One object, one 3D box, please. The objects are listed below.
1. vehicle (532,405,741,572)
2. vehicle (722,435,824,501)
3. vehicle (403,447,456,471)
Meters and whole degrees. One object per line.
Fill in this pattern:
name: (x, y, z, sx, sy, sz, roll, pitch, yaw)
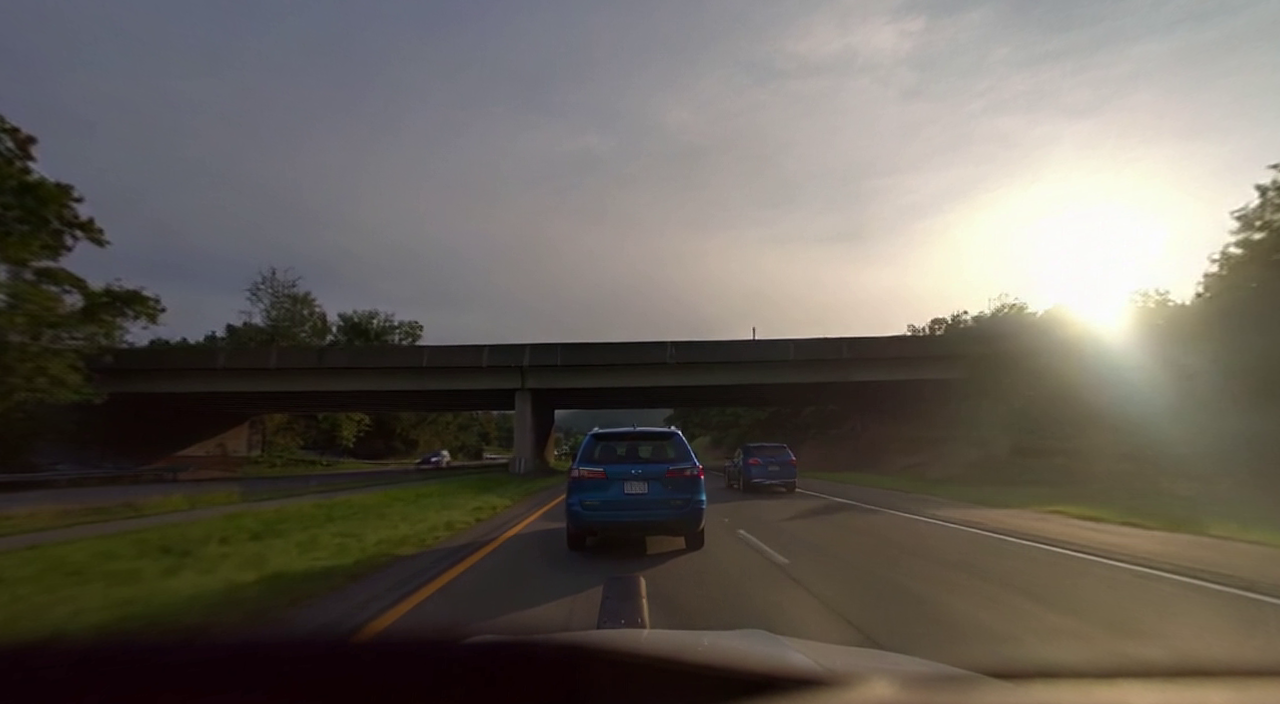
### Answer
vehicle: (-0.041, 1.823, 9.055, 2.288, 1.823, 4.059, 0, -9, 0)
vehicle: (3.897, 3.503, 19.367, 2.043, 1.767, 4.620, 0, -9, -1)
vehicle: (-13.596, 6.917, 40.910, 2.006, 1.459, 4.251, 0, -9, 0)
